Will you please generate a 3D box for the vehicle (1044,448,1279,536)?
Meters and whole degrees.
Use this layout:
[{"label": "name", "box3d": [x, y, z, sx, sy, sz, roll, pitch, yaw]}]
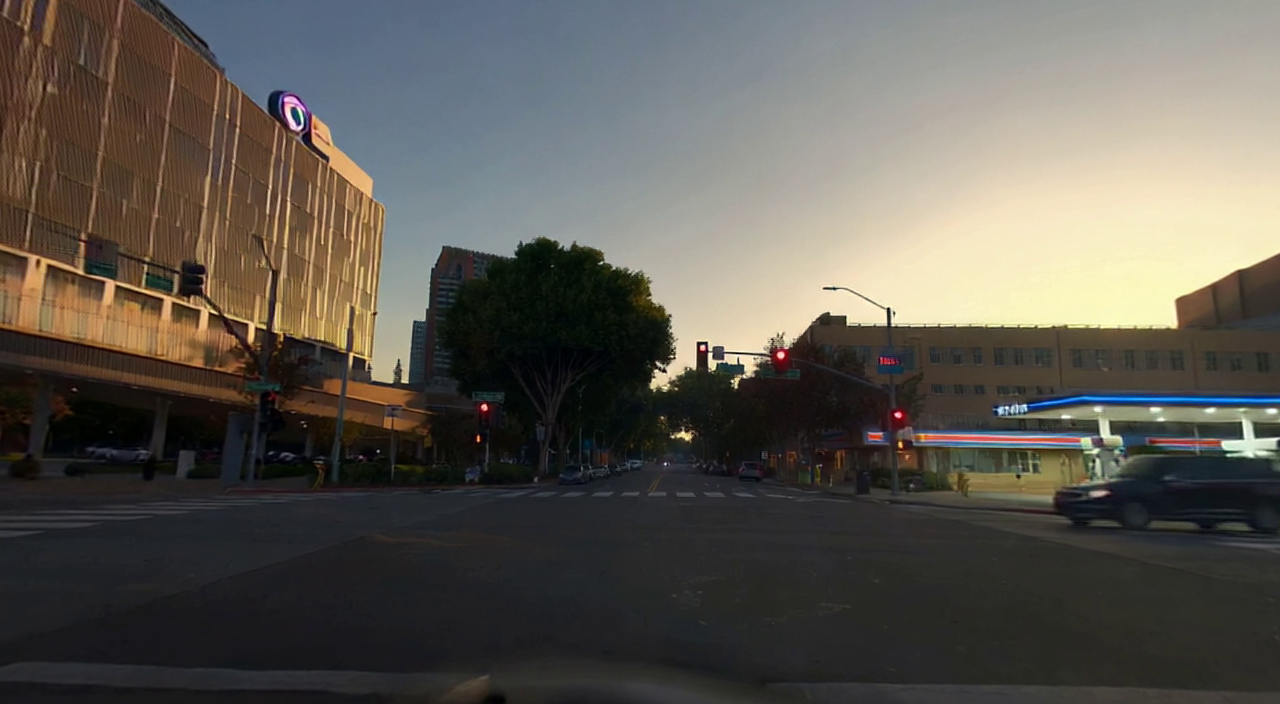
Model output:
[{"label": "vehicle", "box3d": [11.880, 3.007, 13.887, 4.556, 1.743, 1.938, 0, -8, 0]}]
